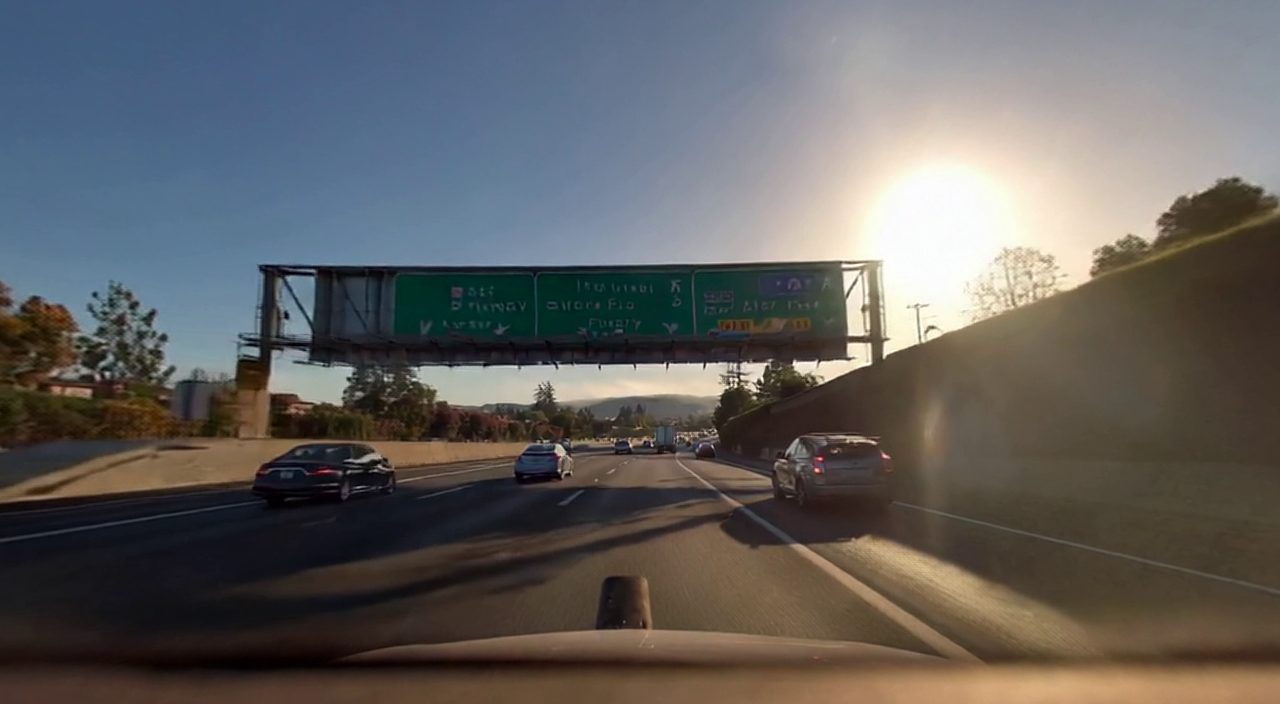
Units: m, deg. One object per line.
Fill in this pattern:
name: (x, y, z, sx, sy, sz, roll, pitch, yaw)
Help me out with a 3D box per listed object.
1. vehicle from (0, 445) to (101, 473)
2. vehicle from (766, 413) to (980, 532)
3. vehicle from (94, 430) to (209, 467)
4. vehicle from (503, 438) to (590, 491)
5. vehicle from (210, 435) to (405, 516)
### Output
vehicle: (-31.736, 5.692, 33.720, 1.745, 1.409, 4.176, 0, -9, 2)
vehicle: (3.840, 2.097, 11.472, 2.108, 1.709, 4.703, 0, -9, 0)
vehicle: (-27.541, 5.460, 35.683, 2.130, 1.945, 5.252, 0, -9, 2)
vehicle: (-2.797, 3.478, 19.741, 1.947, 1.479, 4.114, 0, -9, 2)
vehicle: (-6.970, 2.611, 13.780, 1.909, 1.482, 4.140, 0, -9, 1)
